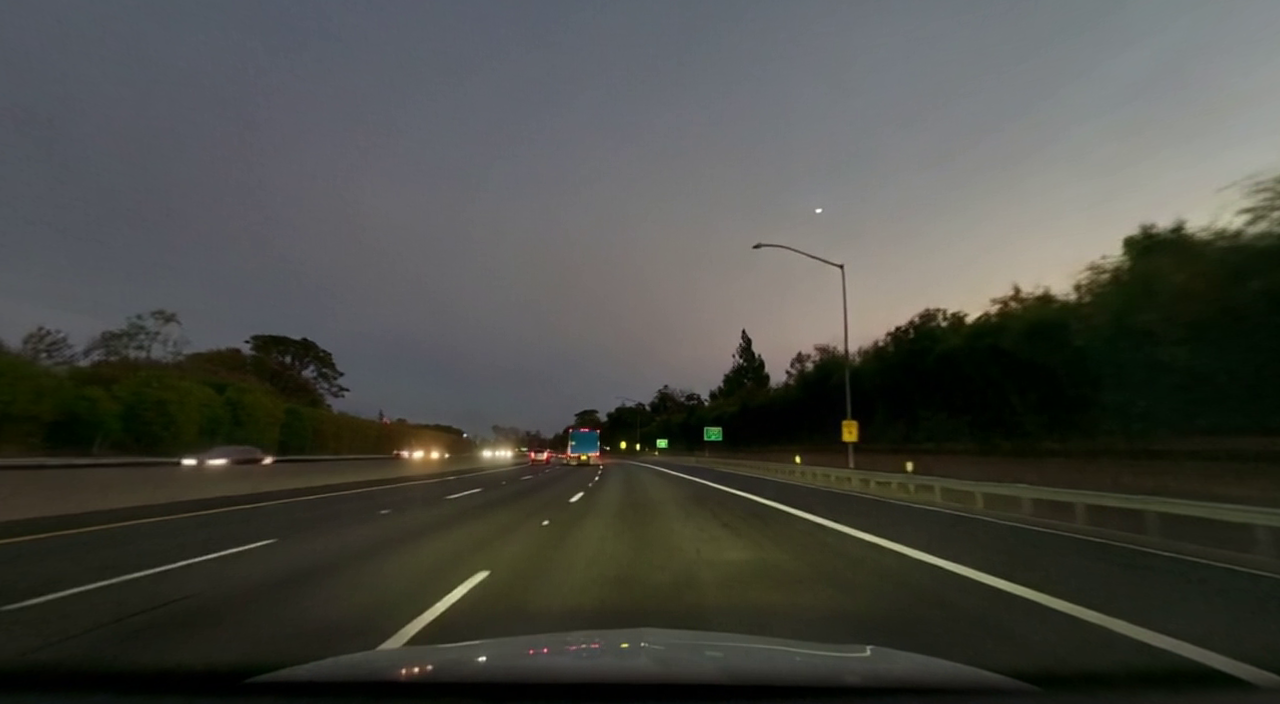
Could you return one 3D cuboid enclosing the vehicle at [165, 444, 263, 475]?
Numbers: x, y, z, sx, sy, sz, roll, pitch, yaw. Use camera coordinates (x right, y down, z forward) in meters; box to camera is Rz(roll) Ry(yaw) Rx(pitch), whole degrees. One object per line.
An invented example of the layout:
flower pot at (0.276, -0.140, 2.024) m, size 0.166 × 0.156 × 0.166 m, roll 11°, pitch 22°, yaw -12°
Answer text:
vehicle at (-22.210, 5.582, 33.162) m, size 1.994 × 1.484 × 4.733 m, roll 0°, pitch -8°, yaw -2°
